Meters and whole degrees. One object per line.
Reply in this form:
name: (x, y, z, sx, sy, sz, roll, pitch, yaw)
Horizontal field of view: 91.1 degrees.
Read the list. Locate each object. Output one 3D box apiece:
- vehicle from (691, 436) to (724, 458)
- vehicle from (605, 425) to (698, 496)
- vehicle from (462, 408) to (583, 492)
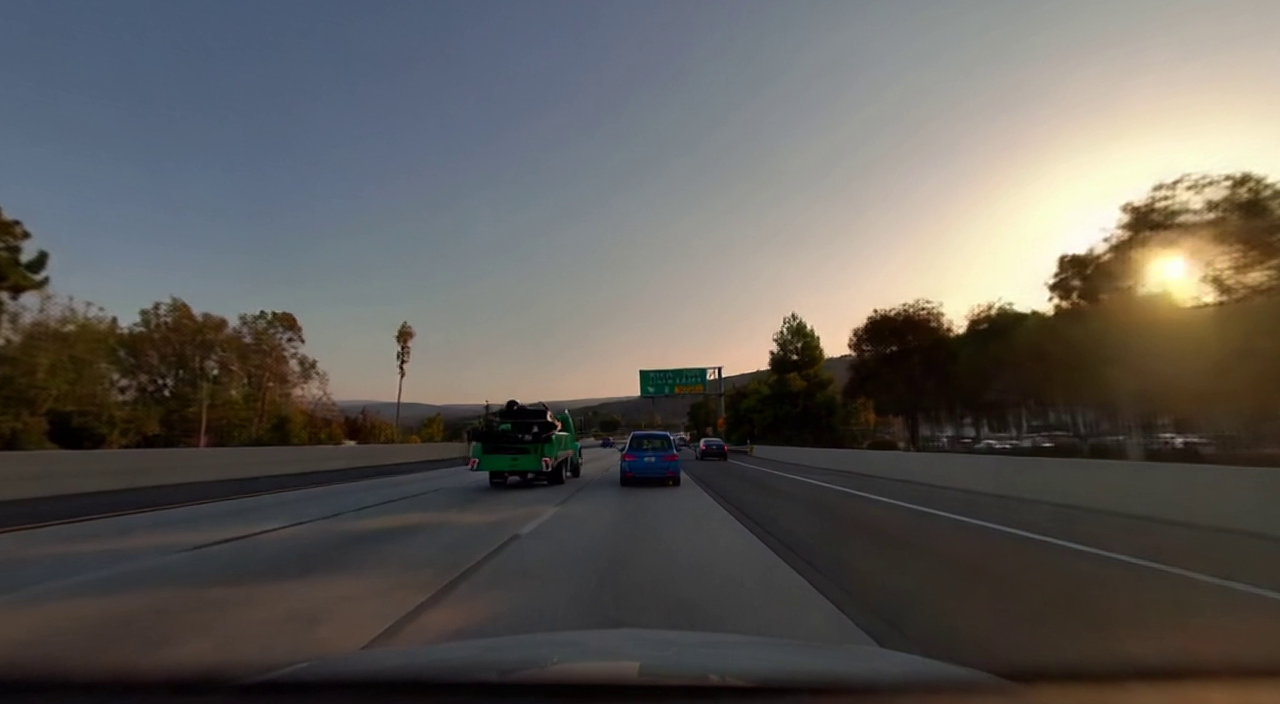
vehicle: (5.242, 7.408, 49.148, 2.079, 1.656, 4.506, 0, -8, 0)
vehicle: (0.290, 2.871, 16.953, 2.165, 1.653, 4.456, 0, -8, 1)
vehicle: (-3.249, 2.910, 18.898, 2.526, 2.146, 5.594, 0, -8, 0)
